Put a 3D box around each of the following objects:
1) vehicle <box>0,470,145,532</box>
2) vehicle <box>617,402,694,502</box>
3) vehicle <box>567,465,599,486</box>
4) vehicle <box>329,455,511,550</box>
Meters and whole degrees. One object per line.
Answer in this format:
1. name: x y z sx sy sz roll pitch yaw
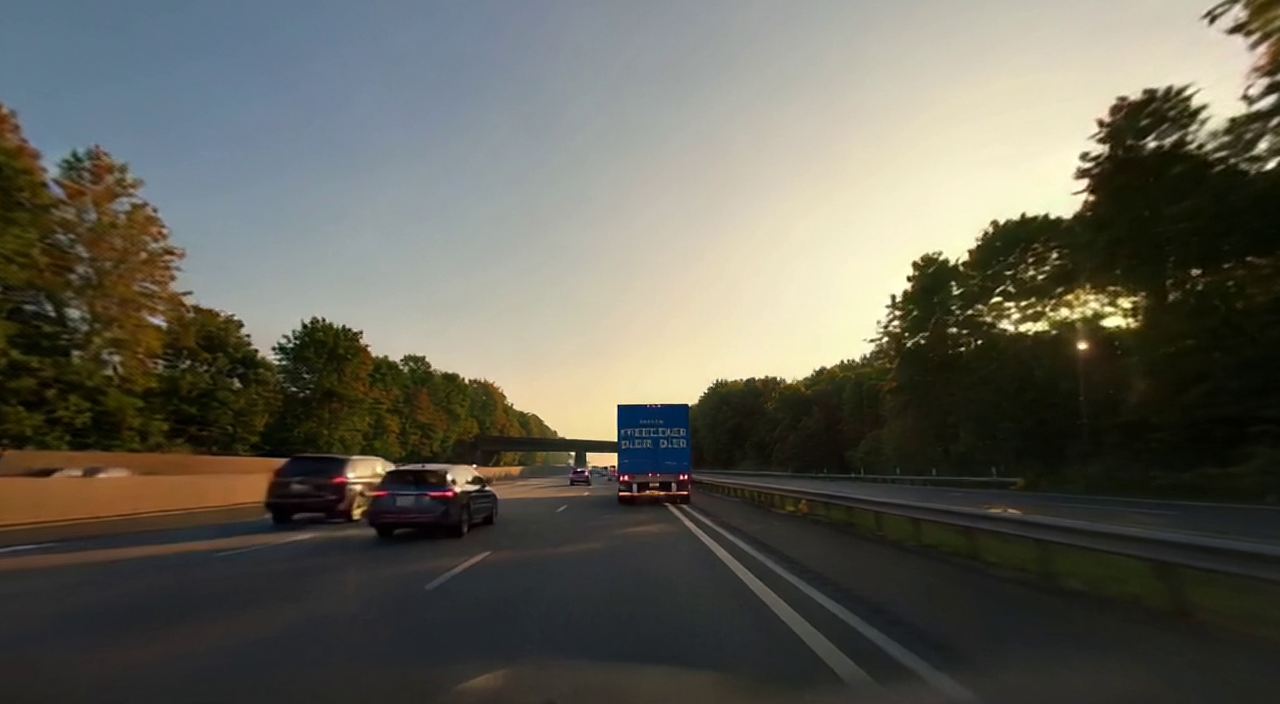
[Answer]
1. vehicle: -16.111 4.045 17.496 1.762 1.459 3.631 1 -10 -2
2. vehicle: 0.505 4.717 29.137 2.980 3.834 9.423 1 -10 -1
3. vehicle: -4.355 9.544 48.920 2.060 1.535 4.109 1 -10 0
4. vehicle: -4.096 2.898 12.728 1.978 1.516 4.617 1 -10 0
